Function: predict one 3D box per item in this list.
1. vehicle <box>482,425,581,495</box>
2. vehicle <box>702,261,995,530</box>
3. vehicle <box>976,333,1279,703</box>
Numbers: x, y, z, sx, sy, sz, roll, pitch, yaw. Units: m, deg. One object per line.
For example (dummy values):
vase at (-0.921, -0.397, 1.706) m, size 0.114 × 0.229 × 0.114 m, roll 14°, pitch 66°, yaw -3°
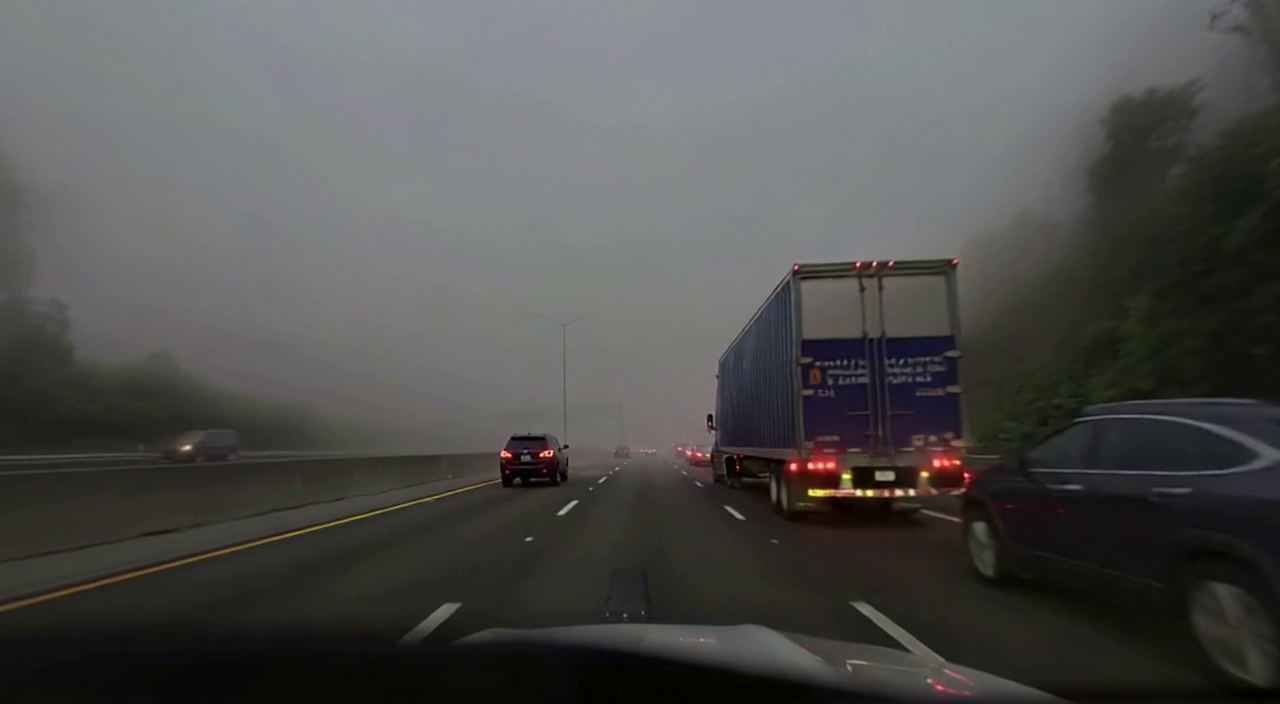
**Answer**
vehicle at (-2.959, 3.072, 18.177) m, size 2.006 × 1.741 × 4.277 m, roll -1°, pitch -9°, yaw 1°
vehicle at (3.951, 1.803, 17.607) m, size 2.903 × 4.190 × 15.630 m, roll -1°, pitch -9°, yaw 0°
vehicle at (3.987, 0.866, 3.495) m, size 1.984 × 1.737 × 4.064 m, roll -1°, pitch -9°, yaw 1°
